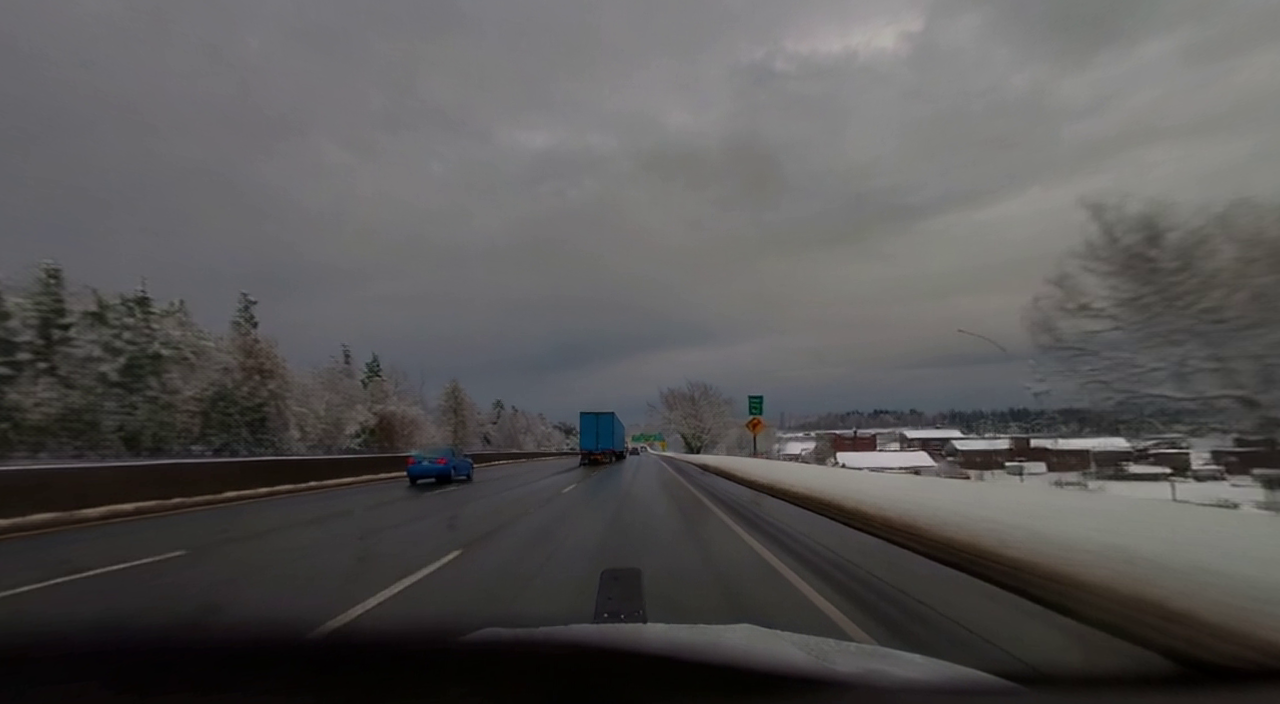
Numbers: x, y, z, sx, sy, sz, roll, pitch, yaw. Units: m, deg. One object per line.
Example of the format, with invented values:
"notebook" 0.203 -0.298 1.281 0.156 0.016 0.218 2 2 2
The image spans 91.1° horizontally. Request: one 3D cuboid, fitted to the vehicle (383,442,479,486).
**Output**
"vehicle" -7.676 4.134 23.552 1.901 1.467 4.629 0 -8 1
